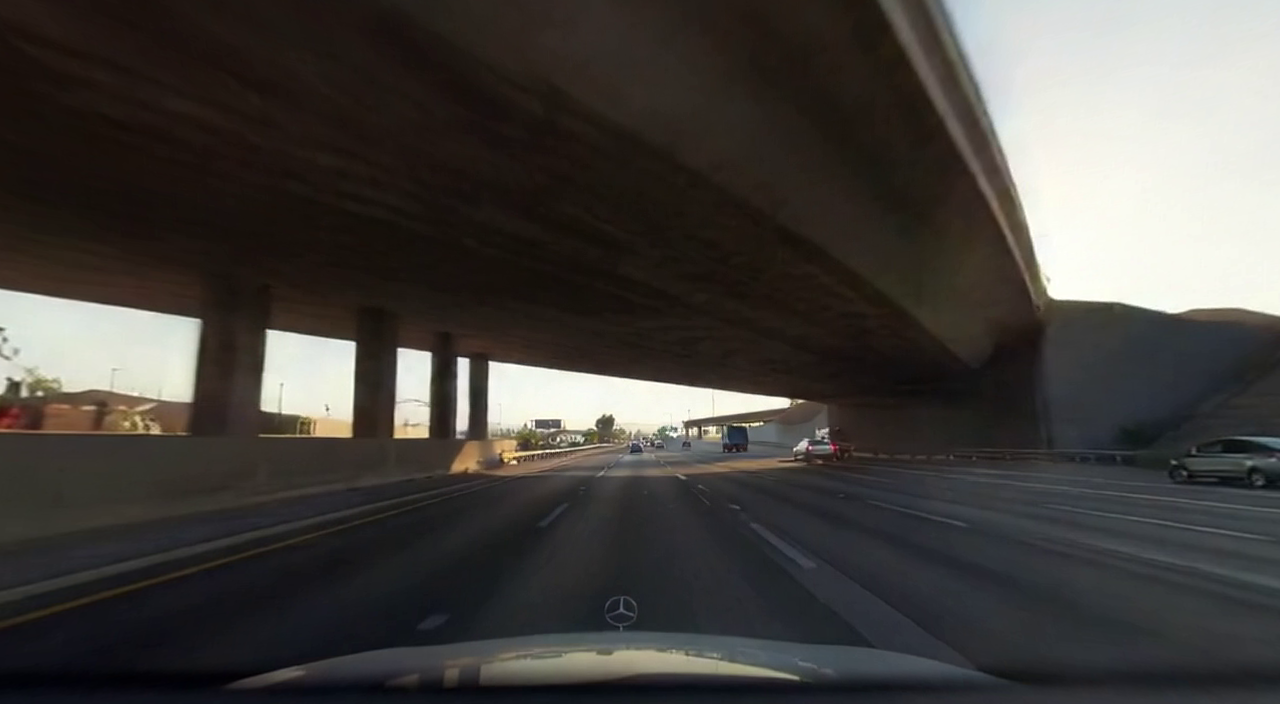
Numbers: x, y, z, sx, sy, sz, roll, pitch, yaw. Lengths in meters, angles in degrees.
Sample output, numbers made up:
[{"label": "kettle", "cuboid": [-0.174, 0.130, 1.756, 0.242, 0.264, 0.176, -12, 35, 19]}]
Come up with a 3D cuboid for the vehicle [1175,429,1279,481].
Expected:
[{"label": "vehicle", "cuboid": [24.159, 3.975, 24.432, 2.074, 1.881, 5.056, 1, -8, -4]}]

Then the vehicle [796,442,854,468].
[{"label": "vehicle", "cuboid": [11.111, 6.173, 38.069, 2.017, 1.478, 4.364, 0, -8, -2]}]
